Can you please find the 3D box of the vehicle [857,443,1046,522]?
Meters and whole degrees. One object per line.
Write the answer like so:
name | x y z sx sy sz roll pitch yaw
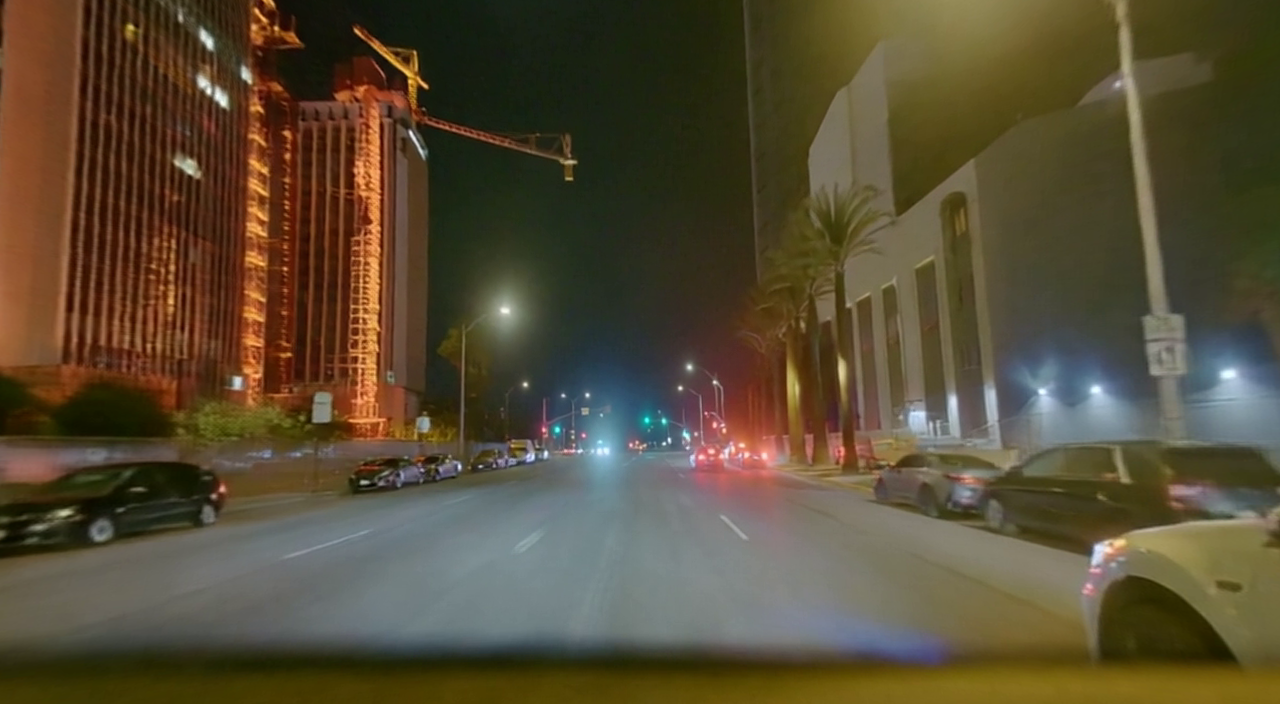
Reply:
vehicle | 6.626 2.790 14.076 2.034 1.463 4.044 0 -8 -2

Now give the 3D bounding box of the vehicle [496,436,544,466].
vehicle | -9.364 7.902 49.838 2.294 1.948 6.025 -7 -10 1

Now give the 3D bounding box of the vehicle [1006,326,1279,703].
vehicle | 3.104 0.656 1.392 1.953 1.687 4.344 0 -8 0

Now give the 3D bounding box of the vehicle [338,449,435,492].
vehicle | -9.530 4.467 24.171 1.826 1.445 4.325 -1 -8 1

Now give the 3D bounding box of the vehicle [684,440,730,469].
vehicle | 3.569 5.551 34.368 1.999 1.487 3.939 0 -8 -1

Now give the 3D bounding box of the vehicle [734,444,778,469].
vehicle | 6.914 6.267 38.136 1.819 1.435 4.337 0 -8 0

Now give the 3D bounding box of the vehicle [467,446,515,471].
vehicle | -9.458 6.780 40.444 1.804 1.478 4.734 -1 -8 1

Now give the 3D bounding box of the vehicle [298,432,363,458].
vehicle | -19.652 5.892 40.088 3.575 1.571 1.912 -5 -9 27

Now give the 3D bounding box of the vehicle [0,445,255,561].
vehicle | -9.682 2.567 11.687 1.951 1.644 4.987 0 -8 0
